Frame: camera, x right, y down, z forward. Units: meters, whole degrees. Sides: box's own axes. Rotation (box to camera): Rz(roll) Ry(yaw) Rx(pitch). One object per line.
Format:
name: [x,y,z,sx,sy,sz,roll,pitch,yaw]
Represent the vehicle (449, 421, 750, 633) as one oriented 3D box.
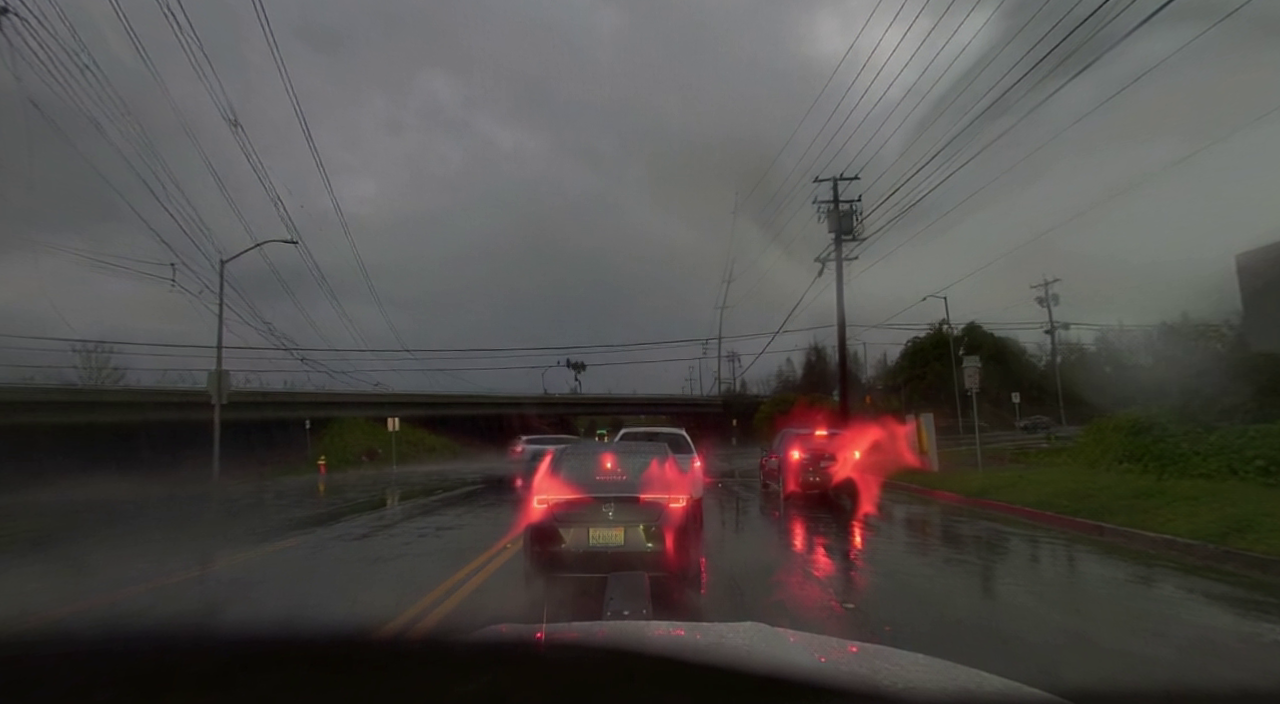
vehicle: [-0.245,1.529,6.470,2.090,1.458,4.033,-1,-9,1]
